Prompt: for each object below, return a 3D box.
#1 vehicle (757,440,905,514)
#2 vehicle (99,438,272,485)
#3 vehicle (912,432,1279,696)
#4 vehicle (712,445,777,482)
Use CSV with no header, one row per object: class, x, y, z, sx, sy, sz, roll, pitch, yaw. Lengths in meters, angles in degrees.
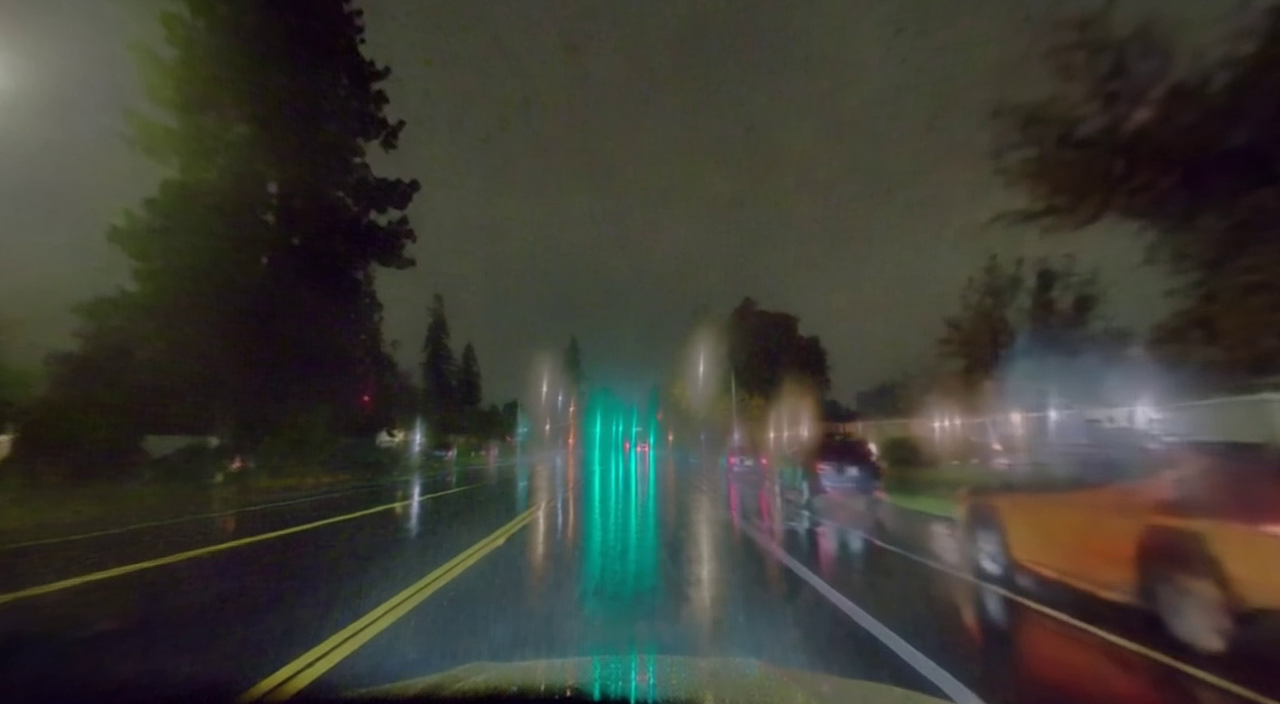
vehicle,4.399,2.947,15.461,1.999,1.512,4.826,0,-8,-2
vehicle,-19.393,4.674,27.058,5.684,1.934,2.217,0,-8,1
vehicle,4.521,1.460,5.347,1.968,1.467,5.107,0,-8,-2
vehicle,4.533,4.925,28.132,1.980,1.465,4.970,0,-8,-1
